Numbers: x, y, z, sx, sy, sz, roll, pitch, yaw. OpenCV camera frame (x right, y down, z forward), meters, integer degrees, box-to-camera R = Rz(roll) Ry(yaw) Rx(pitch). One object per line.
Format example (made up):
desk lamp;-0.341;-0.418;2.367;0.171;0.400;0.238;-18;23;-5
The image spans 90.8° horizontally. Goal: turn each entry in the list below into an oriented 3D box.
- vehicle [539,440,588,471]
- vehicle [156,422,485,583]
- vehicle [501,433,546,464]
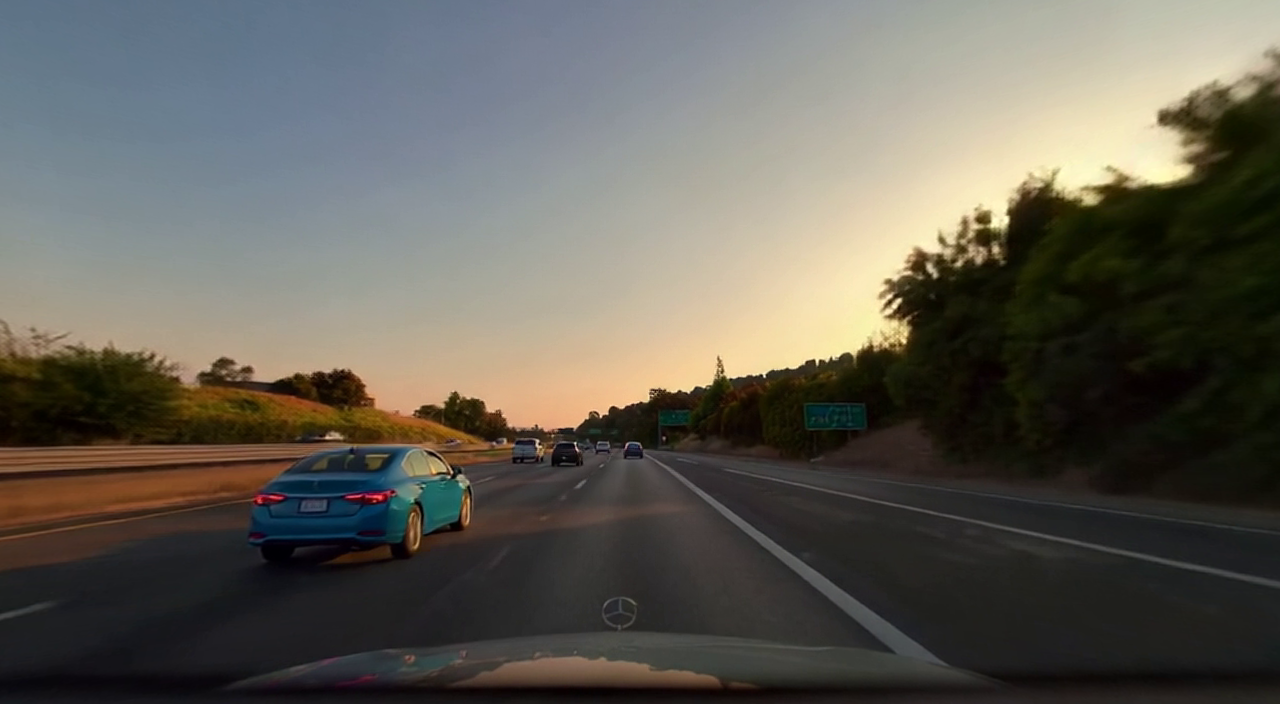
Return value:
vehicle;-3.942;5.391;33.229;2.068;1.501;4.395;0;-8;-1
vehicle;-3.581;1.754;8.266;2.025;1.506;4.429;0;-8;-1
vehicle;-7.911;6.625;43.337;2.171;1.982;5.246;0;-8;-1
